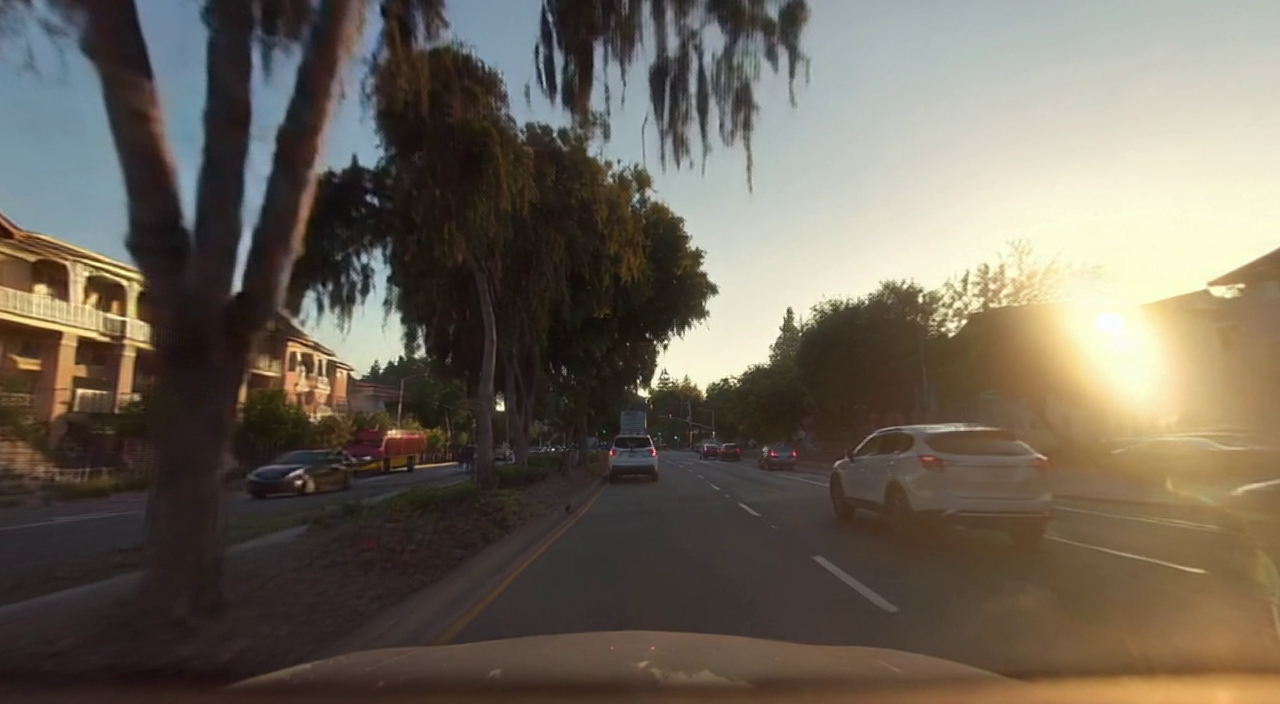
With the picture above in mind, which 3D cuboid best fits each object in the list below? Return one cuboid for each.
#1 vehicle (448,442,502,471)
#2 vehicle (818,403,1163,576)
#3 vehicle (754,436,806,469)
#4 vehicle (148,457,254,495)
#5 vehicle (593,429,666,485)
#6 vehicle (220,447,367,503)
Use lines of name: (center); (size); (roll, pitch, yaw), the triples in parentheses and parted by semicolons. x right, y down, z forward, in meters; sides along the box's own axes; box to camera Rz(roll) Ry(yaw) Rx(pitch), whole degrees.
vehicle: (-10.426, 6.632, 40.243); (2.142, 1.742, 4.523); (0, -8, 1)
vehicle: (4.088, 1.687, 8.516); (2.100, 1.689, 4.501); (0, -8, 1)
vehicle: (7.823, 5.656, 35.626); (1.971, 1.722, 4.341); (0, -8, 0)
vehicle: (-20.613, 5.806, 29.850); (1.821, 1.568, 4.296); (0, -8, 2)
vehicle: (-0.334, 3.700, 22.481); (2.332, 1.798, 4.546); (0, -8, 0)
vehicle: (-10.317, 3.656, 19.231); (1.907, 1.471, 4.410); (0, -8, 1)
